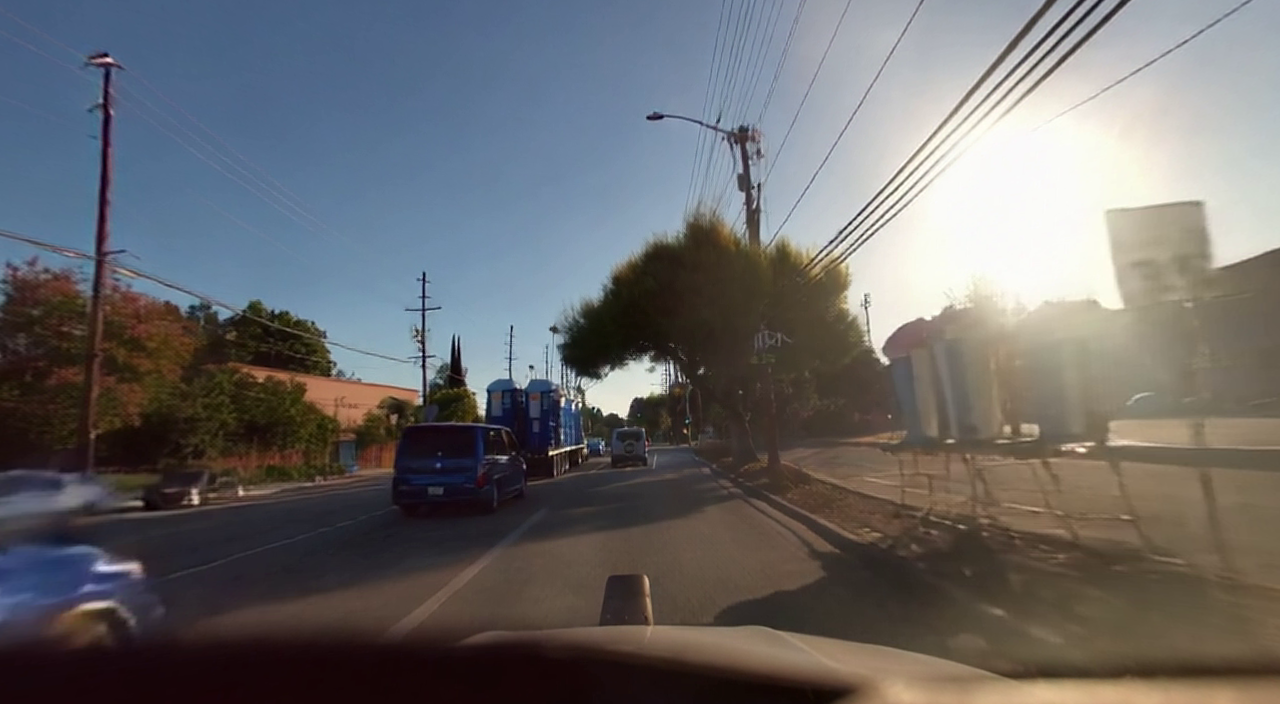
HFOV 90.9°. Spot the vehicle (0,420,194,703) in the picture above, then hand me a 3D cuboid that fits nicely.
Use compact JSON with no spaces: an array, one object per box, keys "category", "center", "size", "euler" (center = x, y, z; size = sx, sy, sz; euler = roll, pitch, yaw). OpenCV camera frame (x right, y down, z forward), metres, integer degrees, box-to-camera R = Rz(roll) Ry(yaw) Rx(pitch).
[{"category":"vehicle","center":[-3.460,0.832,1.186],"size":[1.966,1.466,4.473],"euler":[0,-8,0]}]

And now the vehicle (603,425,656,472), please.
[{"category":"vehicle","center":[-0.466,4.187,27.552],"size":[2.117,1.861,4.095],"euler":[0,-8,-1]}]

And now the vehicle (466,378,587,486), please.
[{"category":"vehicle","center":[-3.895,3.064,23.837],"size":[3.120,3.393,7.945],"euler":[0,-8,0]}]

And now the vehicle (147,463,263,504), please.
[{"category":"vehicle","center":[-18.605,5.612,27.216],"size":[1.837,1.485,4.231],"euler":[-1,-8,2]}]

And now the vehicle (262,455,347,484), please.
[{"category":"vehicle","center":[-22.693,7.928,42.733],"size":[1.833,1.755,4.668],"euler":[-8,-11,41]}]

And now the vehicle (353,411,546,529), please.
[{"category":"vehicle","center":[-3.358,2.199,12.343],"size":[2.187,1.821,4.748],"euler":[-1,-8,1]}]
